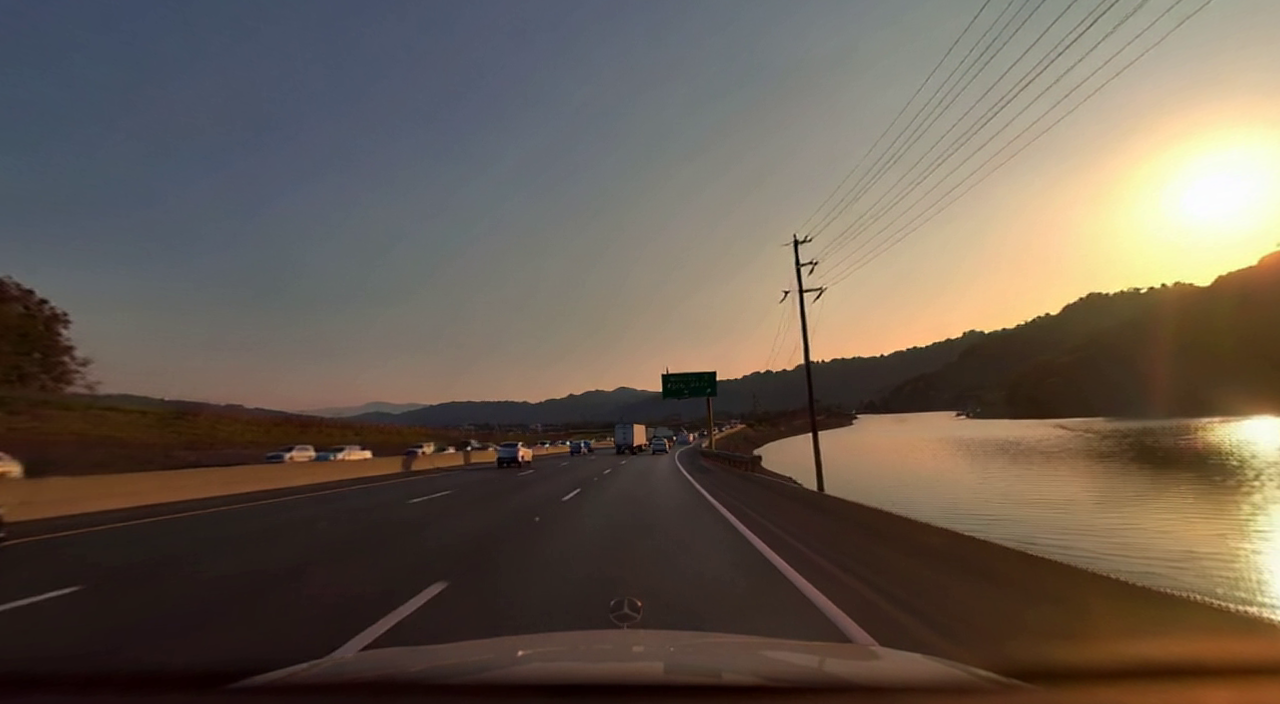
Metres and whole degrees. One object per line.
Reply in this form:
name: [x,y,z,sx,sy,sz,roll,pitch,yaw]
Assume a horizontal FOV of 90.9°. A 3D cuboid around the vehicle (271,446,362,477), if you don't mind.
vehicle: [-16.549,5.603,32.542,2.164,1.462,4.489,-1,-8,2]
